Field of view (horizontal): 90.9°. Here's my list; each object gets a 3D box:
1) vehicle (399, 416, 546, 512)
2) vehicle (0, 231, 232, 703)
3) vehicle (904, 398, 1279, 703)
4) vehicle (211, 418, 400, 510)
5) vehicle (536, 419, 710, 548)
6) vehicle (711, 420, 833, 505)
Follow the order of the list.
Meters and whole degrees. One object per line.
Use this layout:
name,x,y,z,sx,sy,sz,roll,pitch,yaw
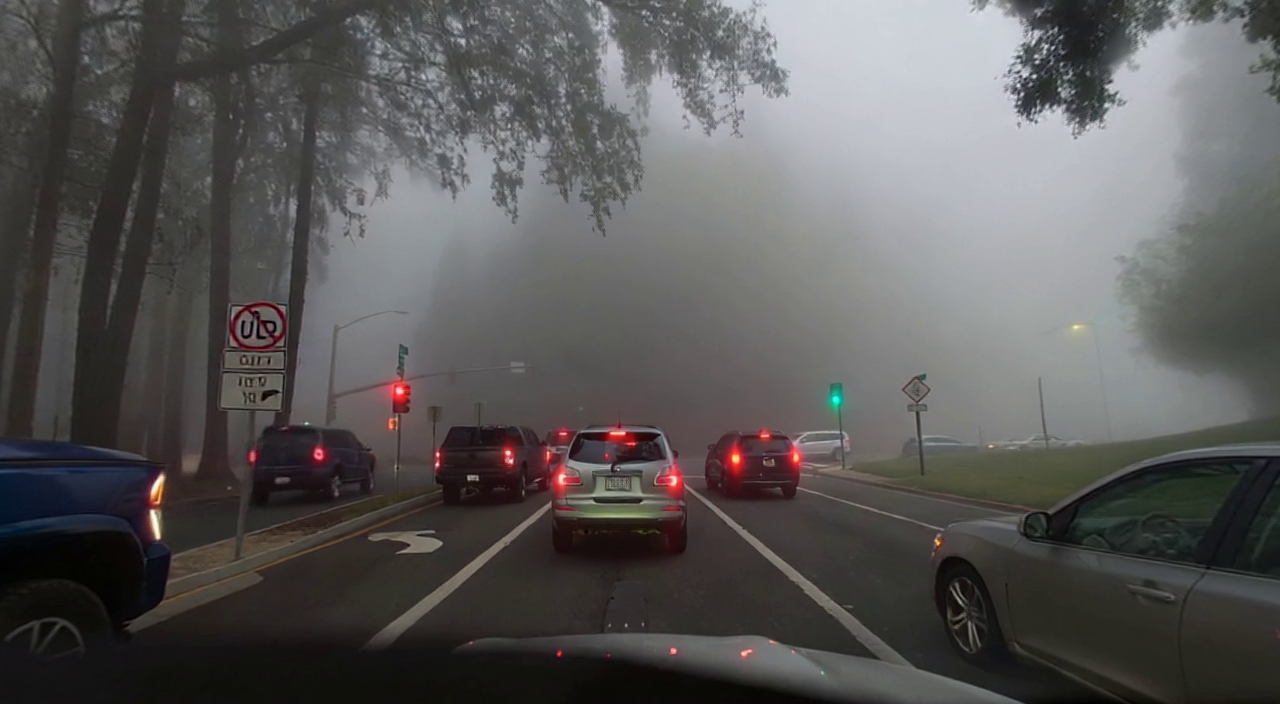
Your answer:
vehicle,-3.629,2.525,14.642,2.089,1.857,4.488,0,-8,1
vehicle,-3.484,0.354,0.317,2.656,2.021,5.800,0,-8,0
vehicle,3.009,0.962,2.516,1.874,1.477,4.698,0,-8,0
vehicle,-7.456,2.543,14.769,2.088,1.787,4.728,0,-8,-4
vehicle,-0.221,1.935,9.871,2.194,1.607,3.690,0,-8,0
vehicle,3.135,2.764,16.124,2.102,1.841,4.587,0,-8,0
